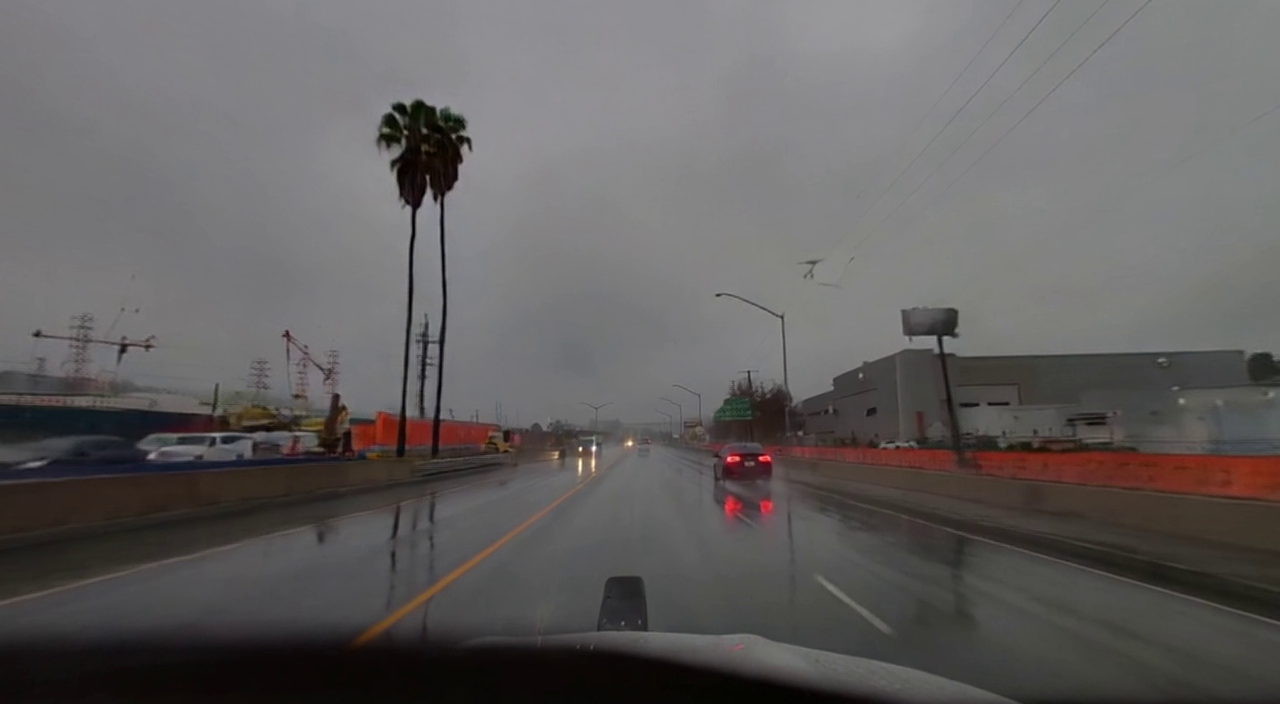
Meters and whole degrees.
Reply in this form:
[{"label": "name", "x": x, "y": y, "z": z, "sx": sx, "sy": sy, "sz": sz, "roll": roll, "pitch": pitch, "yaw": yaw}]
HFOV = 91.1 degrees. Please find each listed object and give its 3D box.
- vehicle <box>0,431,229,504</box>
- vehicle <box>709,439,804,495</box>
[{"label": "vehicle", "x": -18.221, "y": 3.754, "z": 20.939, "sx": 6.969, "sy": 2.132, "sz": 2.716, "roll": 8, "pitch": -12, "yaw": -44}, {"label": "vehicle", "x": 3.550, "y": 3.590, "z": 20.105, "sx": 2.148, "sy": 1.562, "sz": 4.642, "roll": 0, "pitch": -8, "yaw": 0}]
